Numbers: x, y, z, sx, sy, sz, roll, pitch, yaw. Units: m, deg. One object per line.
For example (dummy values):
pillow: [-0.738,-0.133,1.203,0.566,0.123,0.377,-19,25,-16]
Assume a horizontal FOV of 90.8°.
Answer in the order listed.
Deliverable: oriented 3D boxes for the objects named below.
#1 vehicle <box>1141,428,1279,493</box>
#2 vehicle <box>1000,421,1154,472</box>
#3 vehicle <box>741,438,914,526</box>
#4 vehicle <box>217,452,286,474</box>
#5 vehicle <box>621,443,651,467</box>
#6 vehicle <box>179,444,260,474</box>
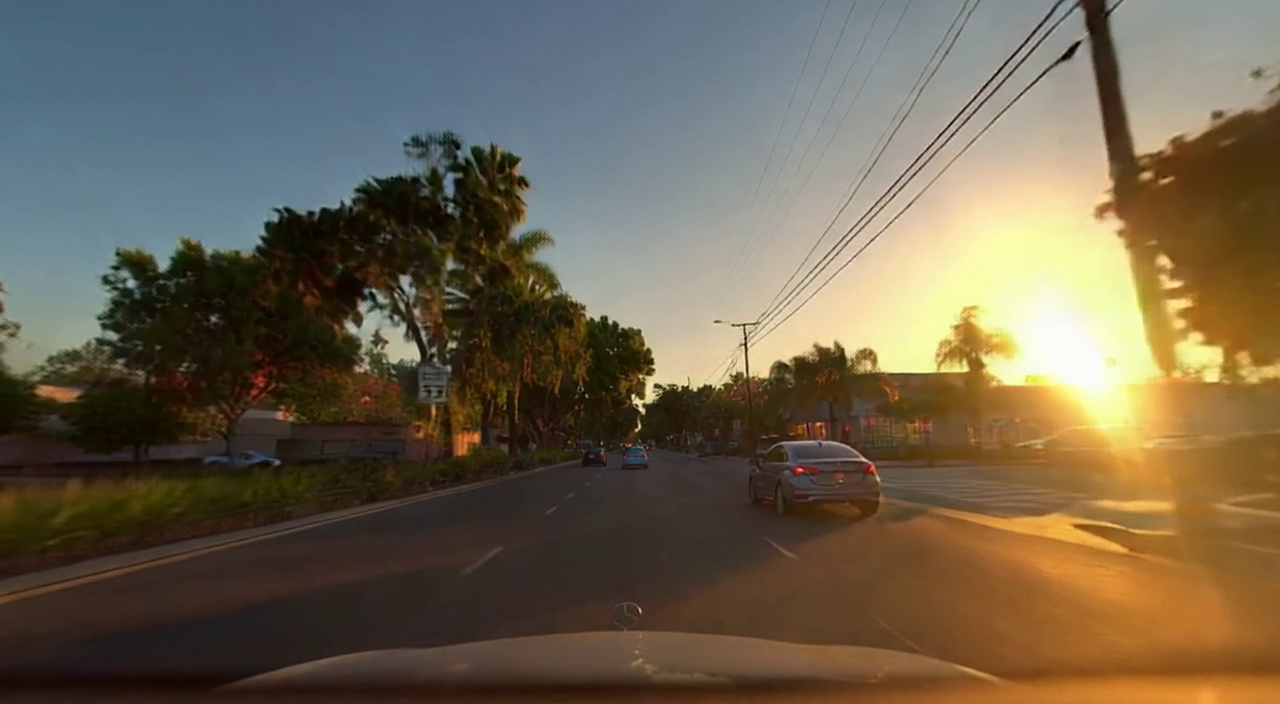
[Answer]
vehicle: [15.423,2.702,16.186,1.975,1.464,3.651,-1,-8,-4]
vehicle: [18.418,4.049,26.799,4.719,1.803,2.339,-2,-12,-4]
vehicle: [3.607,2.590,13.224,2.090,1.503,4.566,0,-9,-2]
vehicle: [-29.130,8.352,47.556,1.958,1.476,4.576,-2,-10,5]
vehicle: [-0.323,7.673,47.244,2.102,1.653,3.698,0,-9,-1]
vehicle: [-31.963,8.122,48.276,2.210,2.068,5.774,0,-9,0]
